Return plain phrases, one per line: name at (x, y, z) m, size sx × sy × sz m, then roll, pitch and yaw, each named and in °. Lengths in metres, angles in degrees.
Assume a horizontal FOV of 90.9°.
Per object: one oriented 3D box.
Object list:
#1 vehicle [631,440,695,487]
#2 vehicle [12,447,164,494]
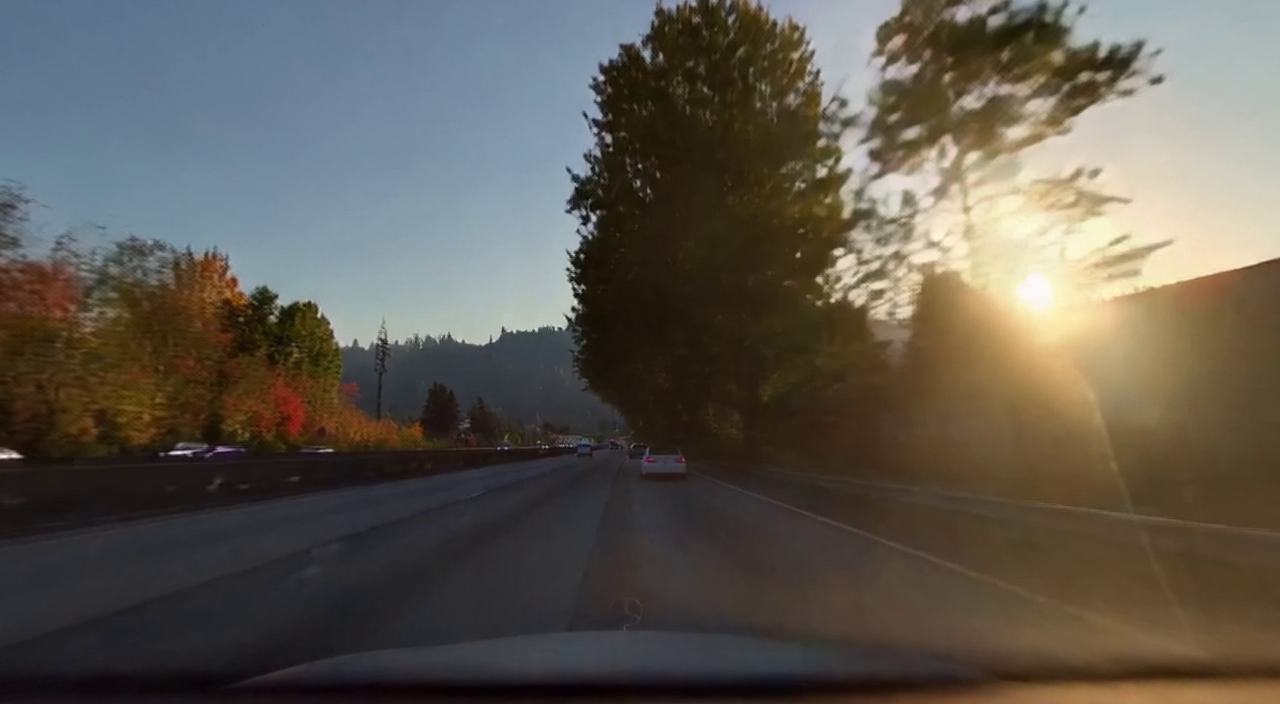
vehicle at (0.684, 3.798, 21.664) m, size 1.960 × 1.456 × 3.818 m, roll 0°, pitch -9°, yaw -2°
vehicle at (-19.535, 4.183, 22.571) m, size 1.832 × 1.520 × 4.003 m, roll 0°, pitch -9°, yaw -1°
